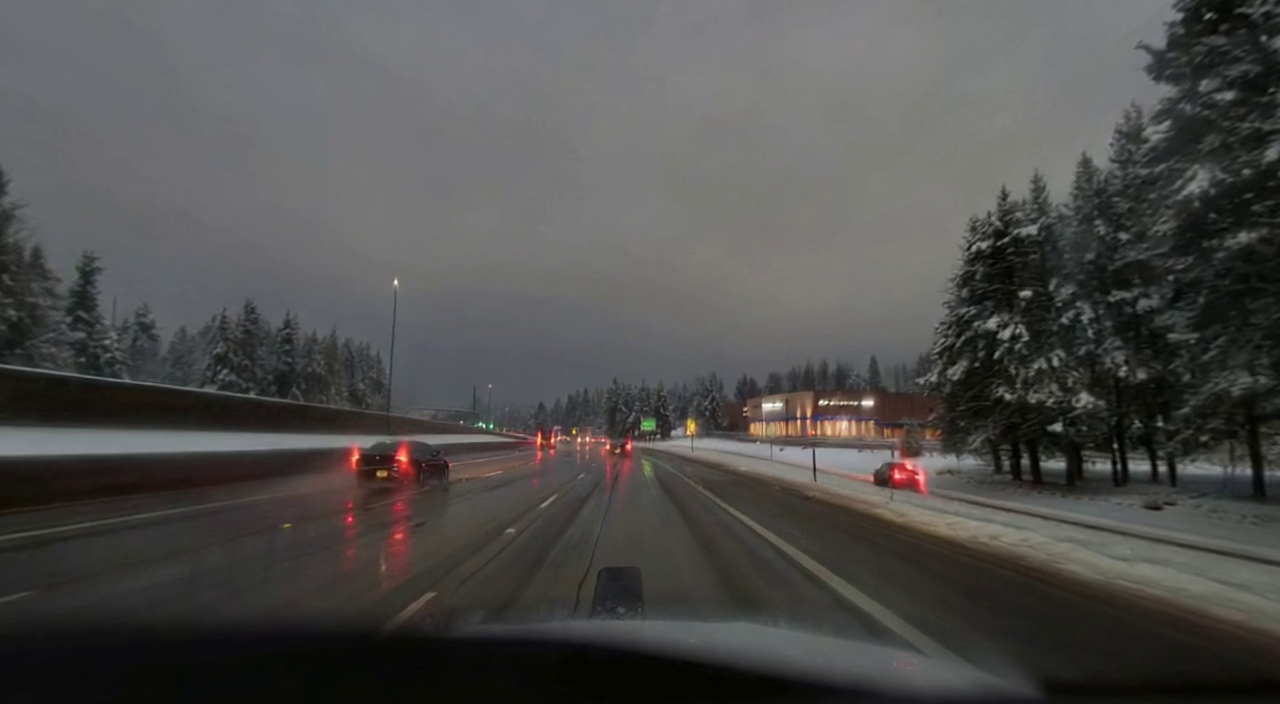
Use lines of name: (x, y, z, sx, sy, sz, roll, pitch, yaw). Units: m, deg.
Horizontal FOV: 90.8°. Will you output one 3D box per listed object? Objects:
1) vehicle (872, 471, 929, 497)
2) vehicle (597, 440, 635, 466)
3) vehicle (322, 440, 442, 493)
vehicle: (20.432, 10.361, 49.720, 2.023, 1.782, 4.193, 2, -9, -13)
vehicle: (-1.317, 5.759, 36.142, 2.038, 1.414, 4.357, 0, -9, -1)
vehicle: (-7.885, 3.520, 19.822, 2.009, 1.454, 4.250, 0, -9, -1)
